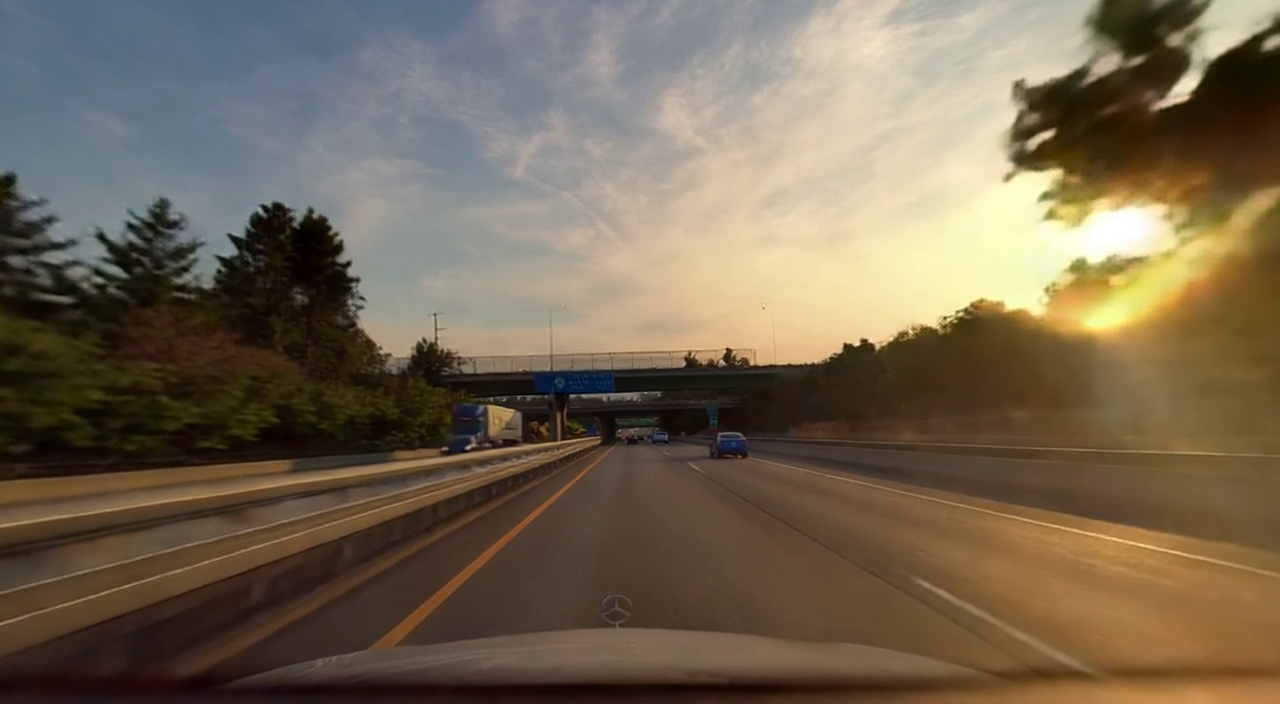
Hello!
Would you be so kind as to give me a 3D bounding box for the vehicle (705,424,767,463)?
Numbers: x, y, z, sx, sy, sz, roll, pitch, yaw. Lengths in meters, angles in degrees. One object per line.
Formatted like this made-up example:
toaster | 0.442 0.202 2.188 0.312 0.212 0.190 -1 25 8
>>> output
vehicle | 4.320 4.208 29.088 2.073 1.651 4.065 0 -8 -2
